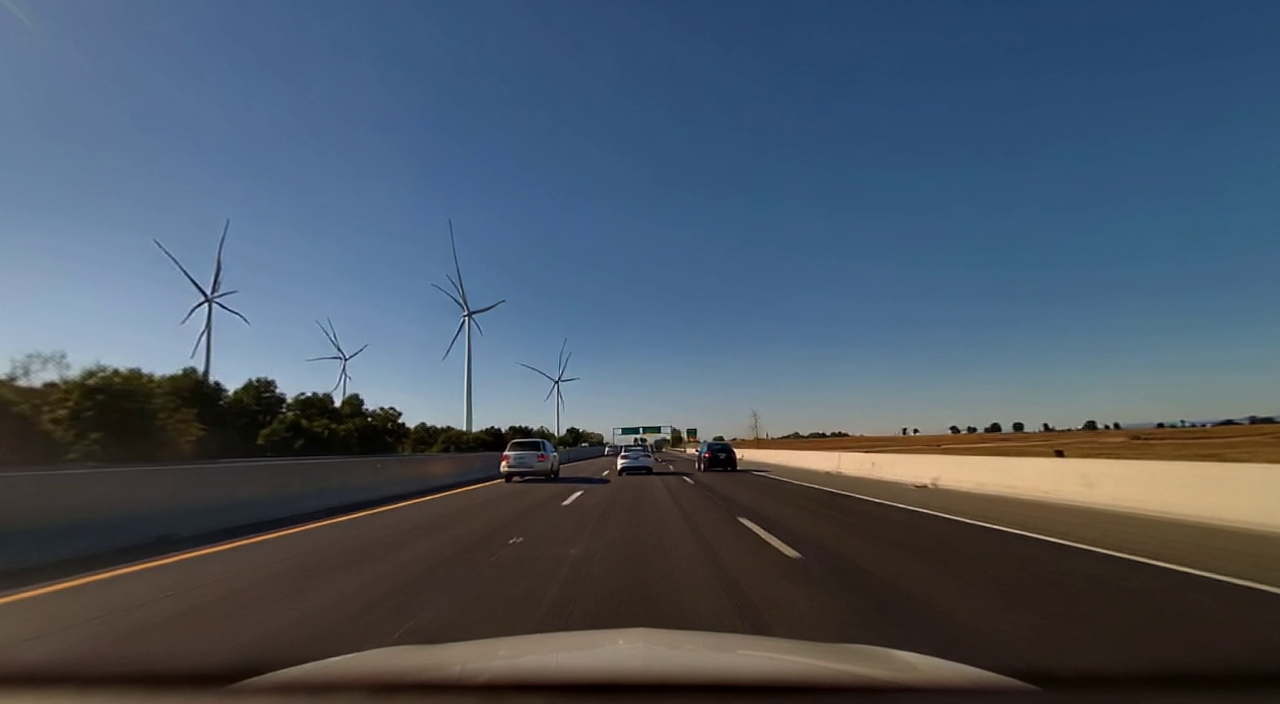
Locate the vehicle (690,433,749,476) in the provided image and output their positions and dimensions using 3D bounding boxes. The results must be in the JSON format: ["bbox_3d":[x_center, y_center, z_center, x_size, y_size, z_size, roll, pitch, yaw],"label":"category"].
[{"bbox_3d":[3.679,4.878,30.211,2.104,1.861,4.956,0,-9,-1],"label":"vehicle"}]

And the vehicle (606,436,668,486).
[{"bbox_3d":[-0.120,3.965,23.228,2.083,1.653,3.787,0,-9,0],"label":"vehicle"}]

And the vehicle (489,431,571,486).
[{"bbox_3d":[-3.907,3.896,23.293,2.131,1.784,4.635,-1,-9,1],"label":"vehicle"}]
